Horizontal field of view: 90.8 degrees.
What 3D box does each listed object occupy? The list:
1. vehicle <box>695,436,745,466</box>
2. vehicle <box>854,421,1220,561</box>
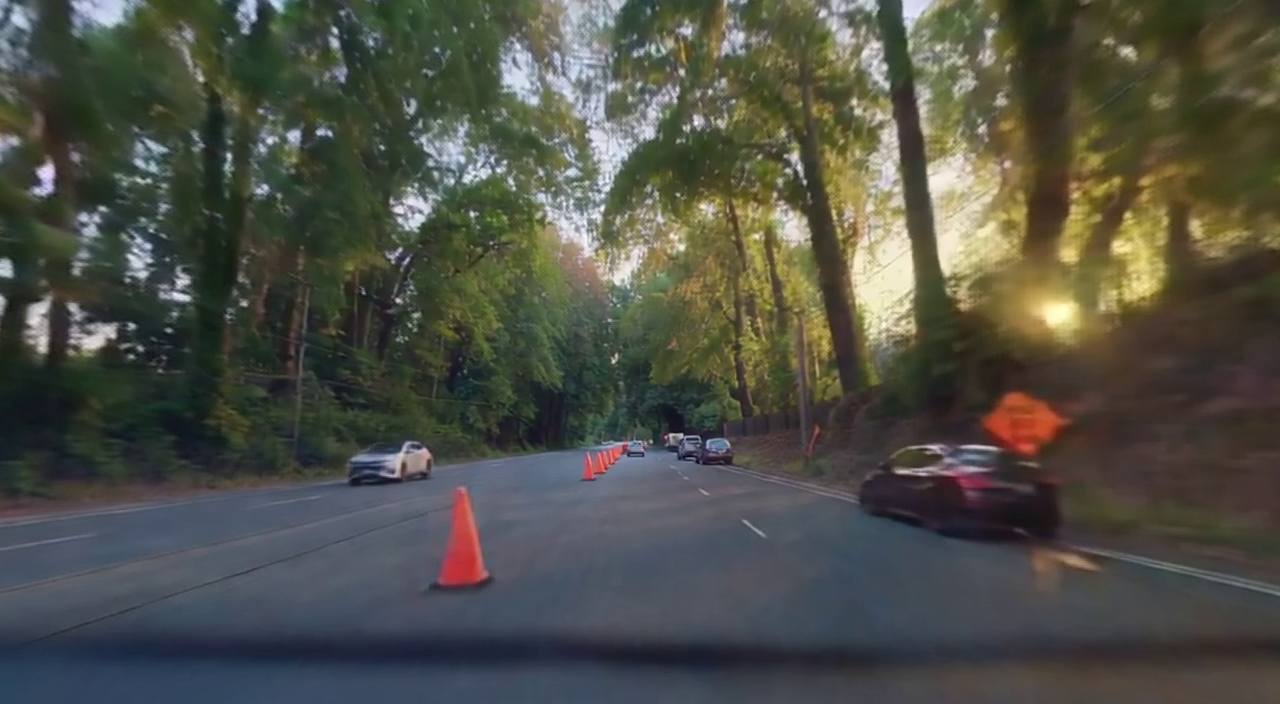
[{"bbox_3d":[5.647,7.105,45.537,2.294,1.949,6.246,1,-8,-5],"label":"vehicle"},{"bbox_3d":[5.719,2.080,10.463,2.324,1.655,5.738,0,-8,0],"label":"vehicle"}]
